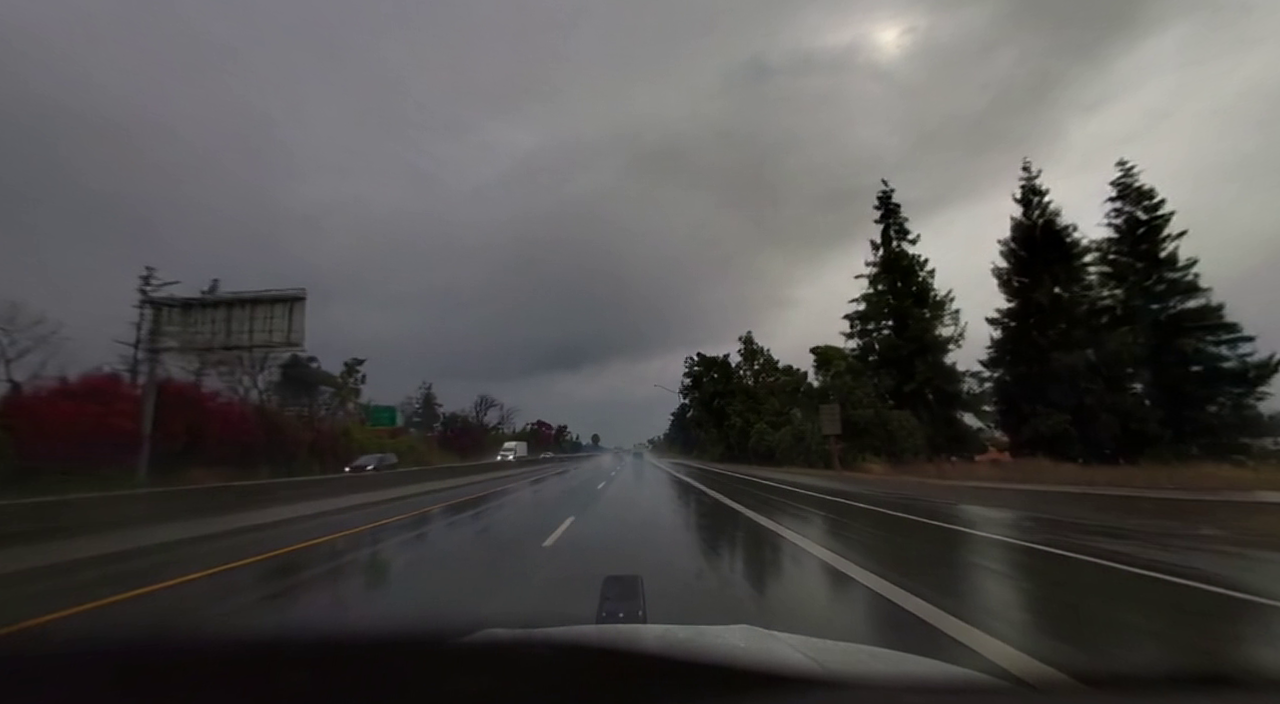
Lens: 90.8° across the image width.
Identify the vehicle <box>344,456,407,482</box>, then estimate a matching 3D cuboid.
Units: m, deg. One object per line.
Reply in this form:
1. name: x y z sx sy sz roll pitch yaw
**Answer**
1. vehicle: -16.514 7.321 39.720 1.976 1.499 4.566 0 -9 0
